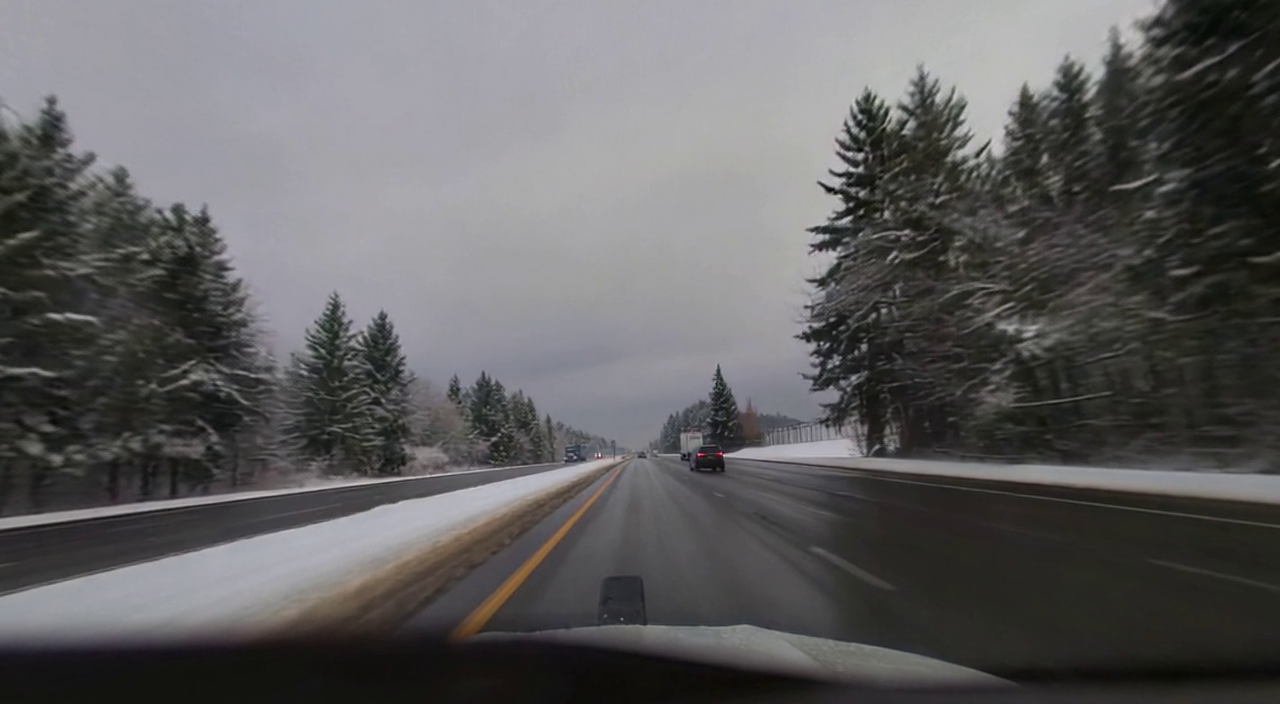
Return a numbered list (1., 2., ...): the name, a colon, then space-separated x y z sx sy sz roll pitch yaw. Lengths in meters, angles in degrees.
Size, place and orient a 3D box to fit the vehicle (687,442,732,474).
1. vehicle: 3.990 6.222 36.999 2.093 1.742 4.167 0 -9 -1
